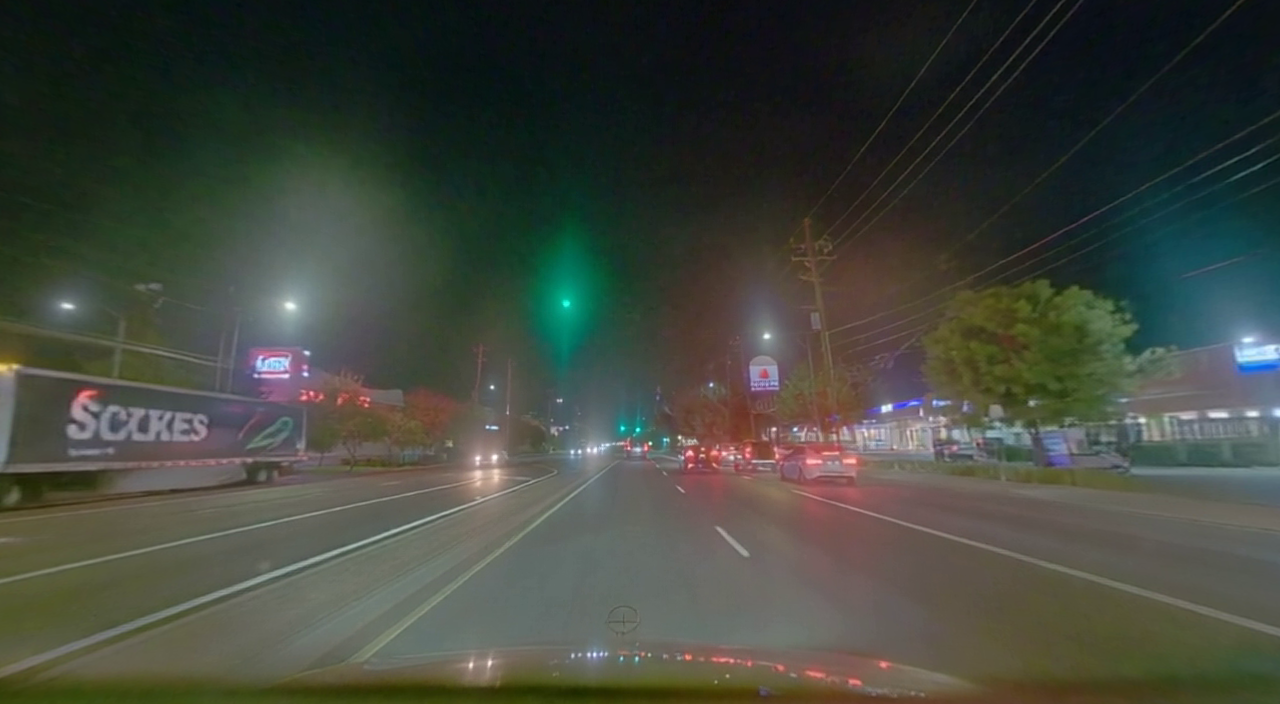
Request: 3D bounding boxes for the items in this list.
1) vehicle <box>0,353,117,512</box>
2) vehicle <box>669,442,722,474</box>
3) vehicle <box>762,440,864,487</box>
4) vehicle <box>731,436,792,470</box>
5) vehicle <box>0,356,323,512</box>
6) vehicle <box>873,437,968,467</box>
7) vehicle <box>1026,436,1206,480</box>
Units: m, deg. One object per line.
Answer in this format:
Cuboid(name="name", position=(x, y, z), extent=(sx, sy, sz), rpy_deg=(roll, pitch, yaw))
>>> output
Cuboid(name="vehicle", position=(-18.965, 2.070, 16.312), extent=(3.008, 4.297, 9.041), rpy_deg=(0, -8, 0))
Cuboid(name="vehicle", position=(2.679, 5.264, 31.531), extent=(2.099, 1.463, 4.365), rpy_deg=(0, -8, -1))
Cuboid(name="vehicle", position=(6.024, 3.941, 22.719), extent=(2.150, 1.485, 4.919), rpy_deg=(0, -8, -1))
Cuboid(name="vehicle", position=(6.846, 5.764, 36.260), extent=(2.268, 1.822, 5.038), rpy_deg=(0, -8, -3))
Cuboid(name="vehicle", position=(-18.973, 3.480, 26.052), extent=(3.058, 4.328, 16.976), rpy_deg=(-1, -8, 0))
Cuboid(name="vehicle", position=(16.008, 5.721, 36.169), extent=(4.457, 1.521, 1.872), rpy_deg=(-2, -9, -3))
Cuboid(name="vehicle", position=(16.704, 3.730, 22.359), extent=(4.679, 1.448, 2.178), rpy_deg=(0, -8, -3))
